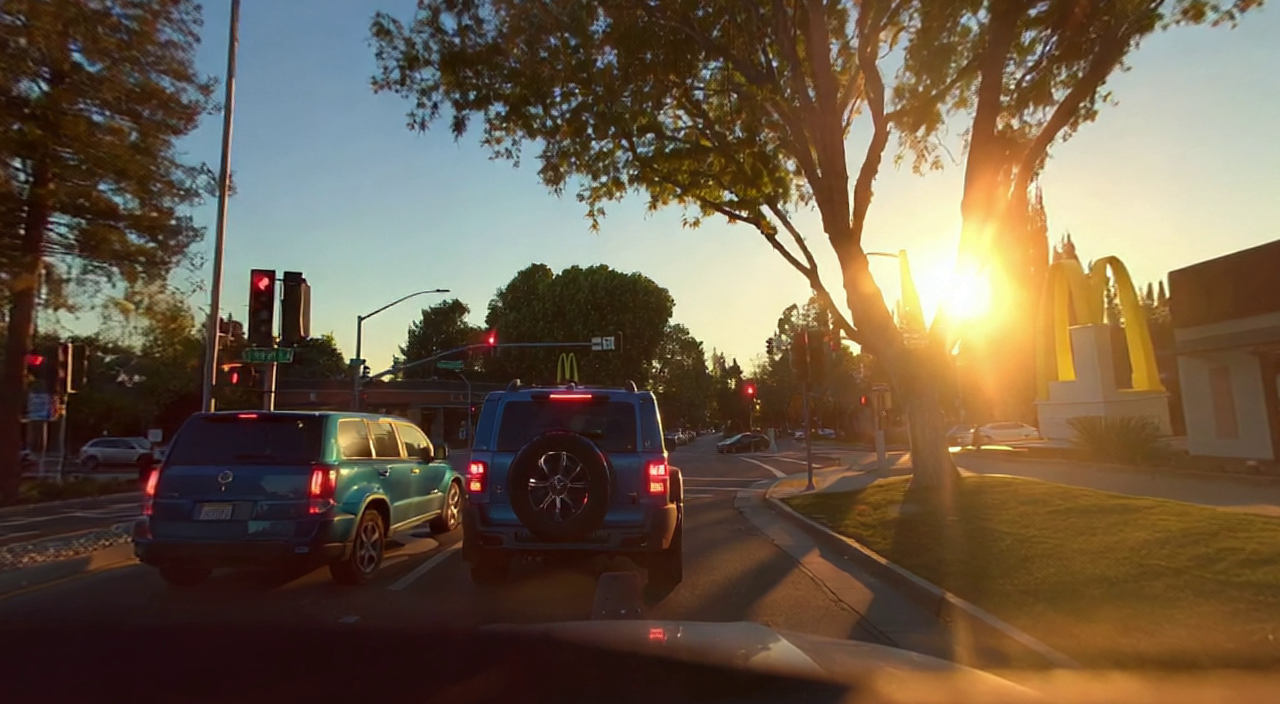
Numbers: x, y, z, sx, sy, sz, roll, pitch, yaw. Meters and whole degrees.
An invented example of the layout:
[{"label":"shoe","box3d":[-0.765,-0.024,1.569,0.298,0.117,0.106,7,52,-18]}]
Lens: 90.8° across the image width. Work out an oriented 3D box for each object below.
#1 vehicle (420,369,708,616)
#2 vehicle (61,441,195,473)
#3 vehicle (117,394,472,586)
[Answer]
[{"label":"vehicle","box3d":[-0.628,1.432,7.331,2.224,1.923,4.643,0,-8,-1]},{"label":"vehicle","box3d":[-25.237,5.183,31.372,4.713,1.445,1.887,4,-9,-24]},{"label":"vehicle","box3d":[-3.906,1.652,8.350,2.130,1.819,4.497,0,-8,0]}]
